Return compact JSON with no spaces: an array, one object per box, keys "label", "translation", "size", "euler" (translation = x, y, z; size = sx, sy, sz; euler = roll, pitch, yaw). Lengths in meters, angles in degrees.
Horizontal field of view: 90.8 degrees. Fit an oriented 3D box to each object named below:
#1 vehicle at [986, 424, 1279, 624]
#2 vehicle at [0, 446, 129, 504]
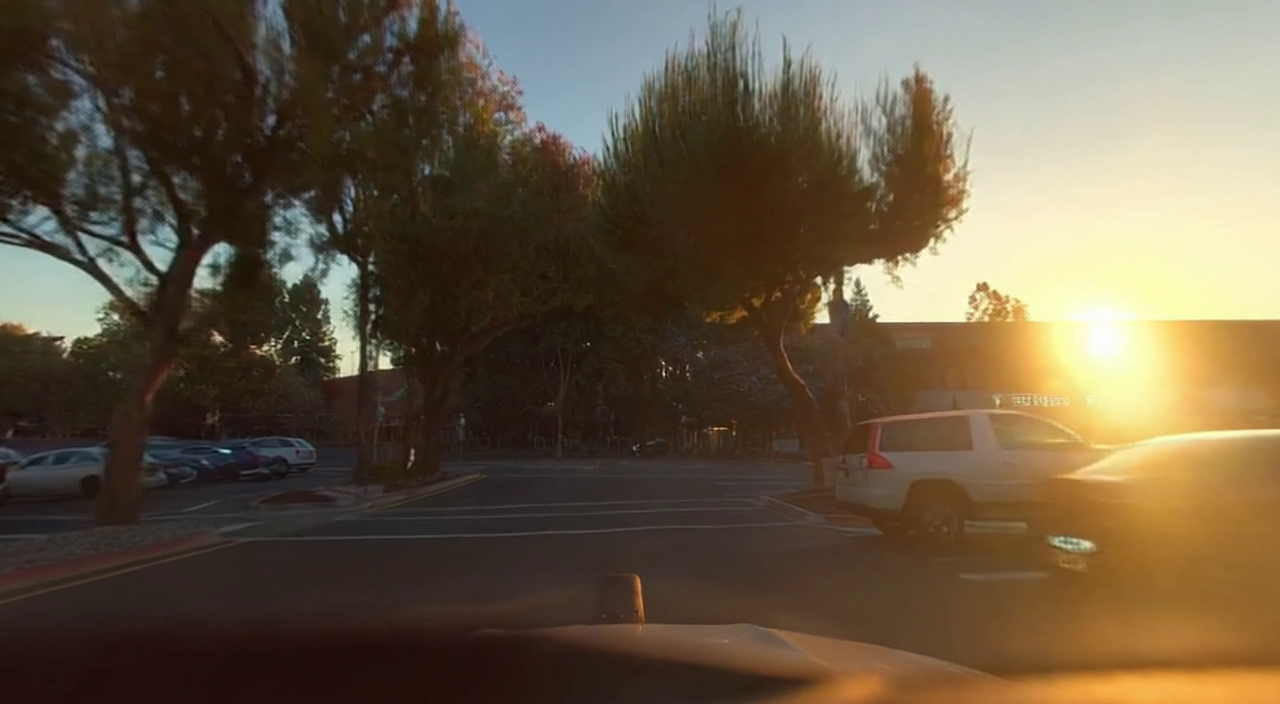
[{"label":"vehicle","translation":[5.980,1.452,5.794],"size":[4.488,1.499,1.833],"euler":[0,-9,0]},{"label":"vehicle","translation":[-16.110,3.181,16.555],"size":[3.898,1.430,1.973],"euler":[5,-10,-31]}]
